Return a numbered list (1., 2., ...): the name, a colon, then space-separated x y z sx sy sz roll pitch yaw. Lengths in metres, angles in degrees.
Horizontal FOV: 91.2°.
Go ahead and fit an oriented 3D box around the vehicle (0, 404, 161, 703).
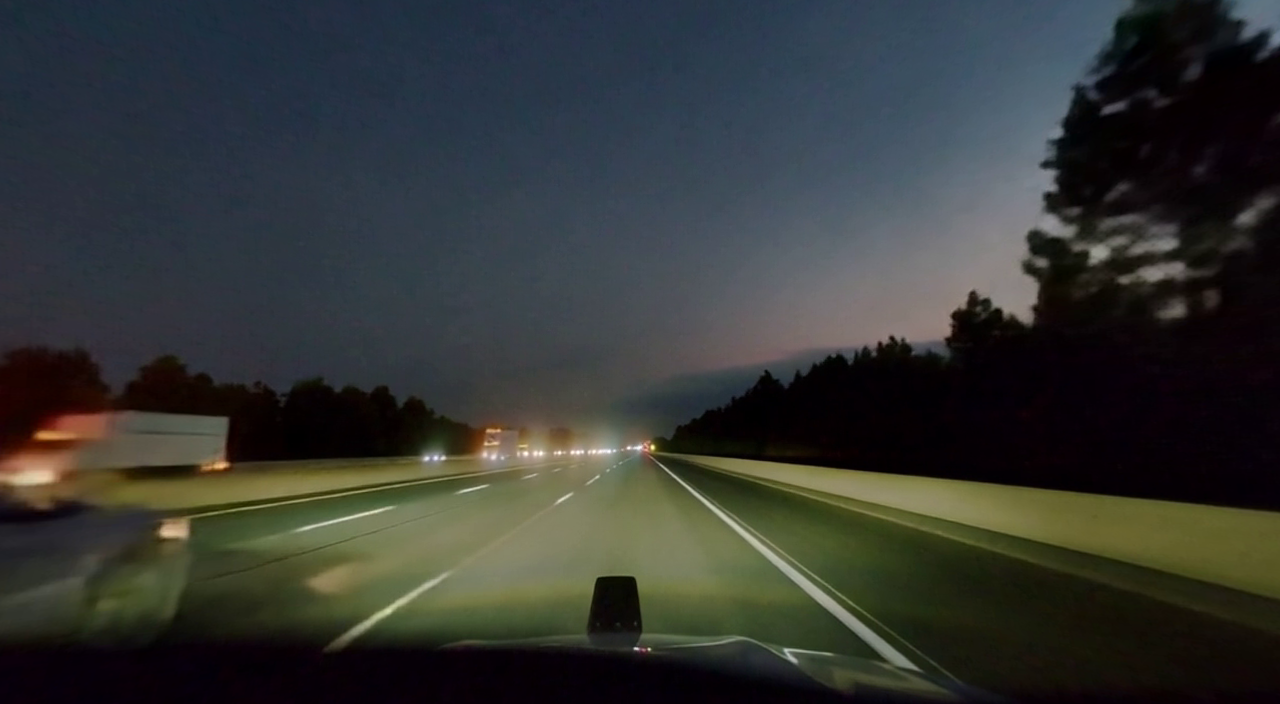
1. vehicle: -4.011 0.845 1.906 1.933 1.497 3.973 0 -9 0
